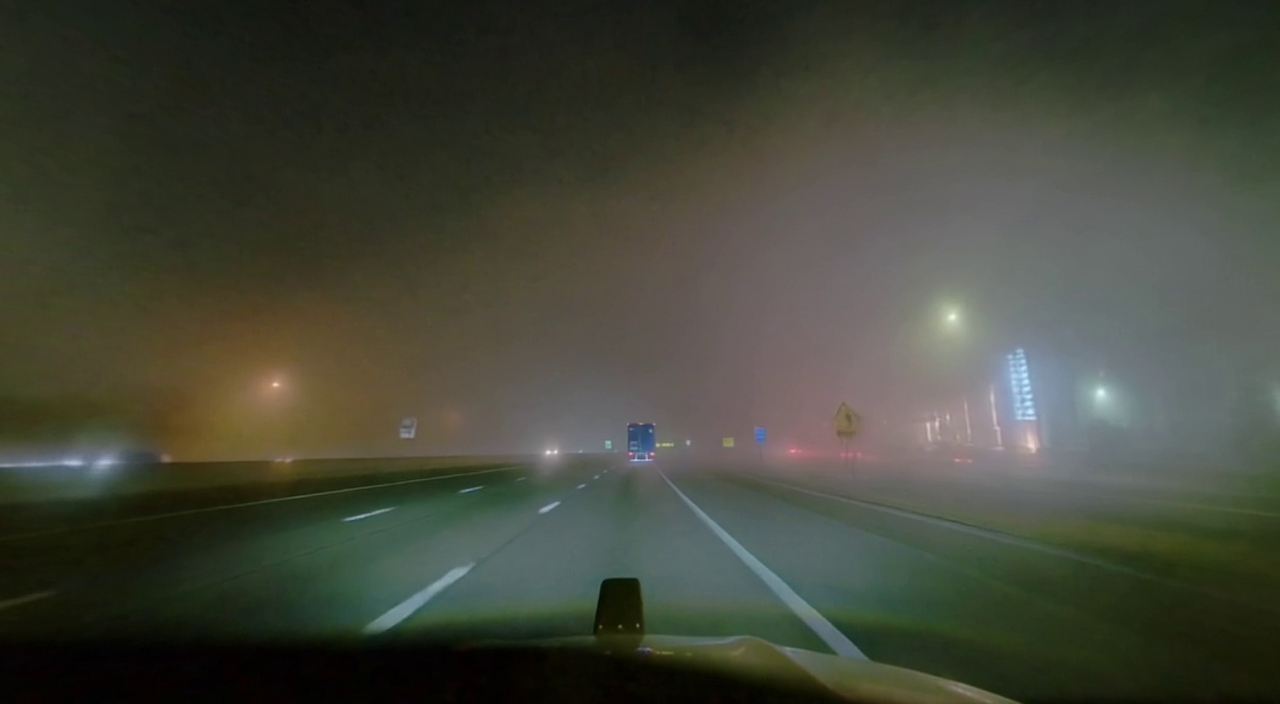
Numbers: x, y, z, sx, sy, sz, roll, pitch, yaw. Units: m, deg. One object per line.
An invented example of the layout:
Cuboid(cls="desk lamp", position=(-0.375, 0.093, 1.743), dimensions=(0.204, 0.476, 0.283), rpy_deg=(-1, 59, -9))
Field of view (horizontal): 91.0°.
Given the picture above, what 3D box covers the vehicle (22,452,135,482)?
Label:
Cuboid(cls="vehicle", position=(-30.882, 6.319, 34.881), dimensions=(1.813, 1.512, 4.782), rpy_deg=(0, -9, 1))
